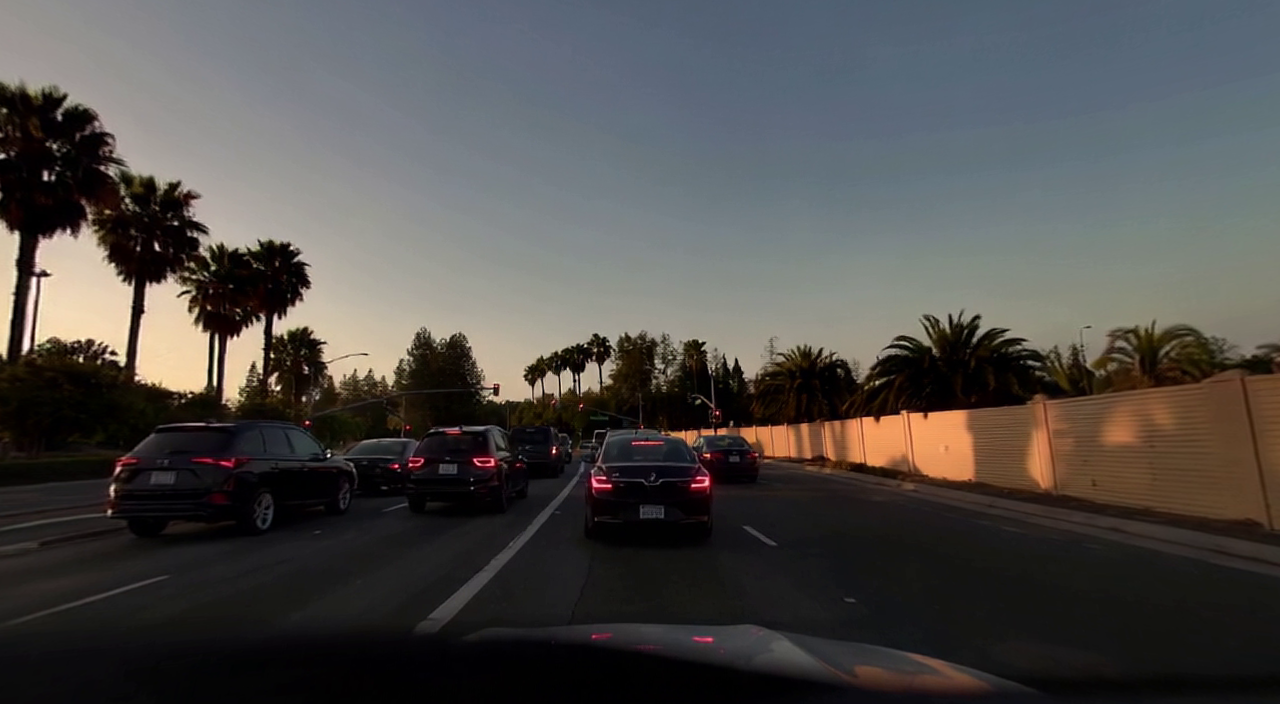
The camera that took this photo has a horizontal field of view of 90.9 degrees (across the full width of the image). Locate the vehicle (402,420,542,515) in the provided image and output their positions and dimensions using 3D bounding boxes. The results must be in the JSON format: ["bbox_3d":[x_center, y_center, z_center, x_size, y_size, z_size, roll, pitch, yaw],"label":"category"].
[{"bbox_3d":[-3.450,2.462,13.846,2.007,1.746,4.136,0,-8,-2],"label":"vehicle"}]

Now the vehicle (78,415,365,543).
[{"bbox_3d":[-6.683,2.067,10.883,1.963,1.721,4.467,0,-8,-2],"label":"vehicle"}]

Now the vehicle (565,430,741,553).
[{"bbox_3d":[0.072,2.008,9.832,2.128,1.473,4.272,0,-8,-2],"label":"vehicle"}]
